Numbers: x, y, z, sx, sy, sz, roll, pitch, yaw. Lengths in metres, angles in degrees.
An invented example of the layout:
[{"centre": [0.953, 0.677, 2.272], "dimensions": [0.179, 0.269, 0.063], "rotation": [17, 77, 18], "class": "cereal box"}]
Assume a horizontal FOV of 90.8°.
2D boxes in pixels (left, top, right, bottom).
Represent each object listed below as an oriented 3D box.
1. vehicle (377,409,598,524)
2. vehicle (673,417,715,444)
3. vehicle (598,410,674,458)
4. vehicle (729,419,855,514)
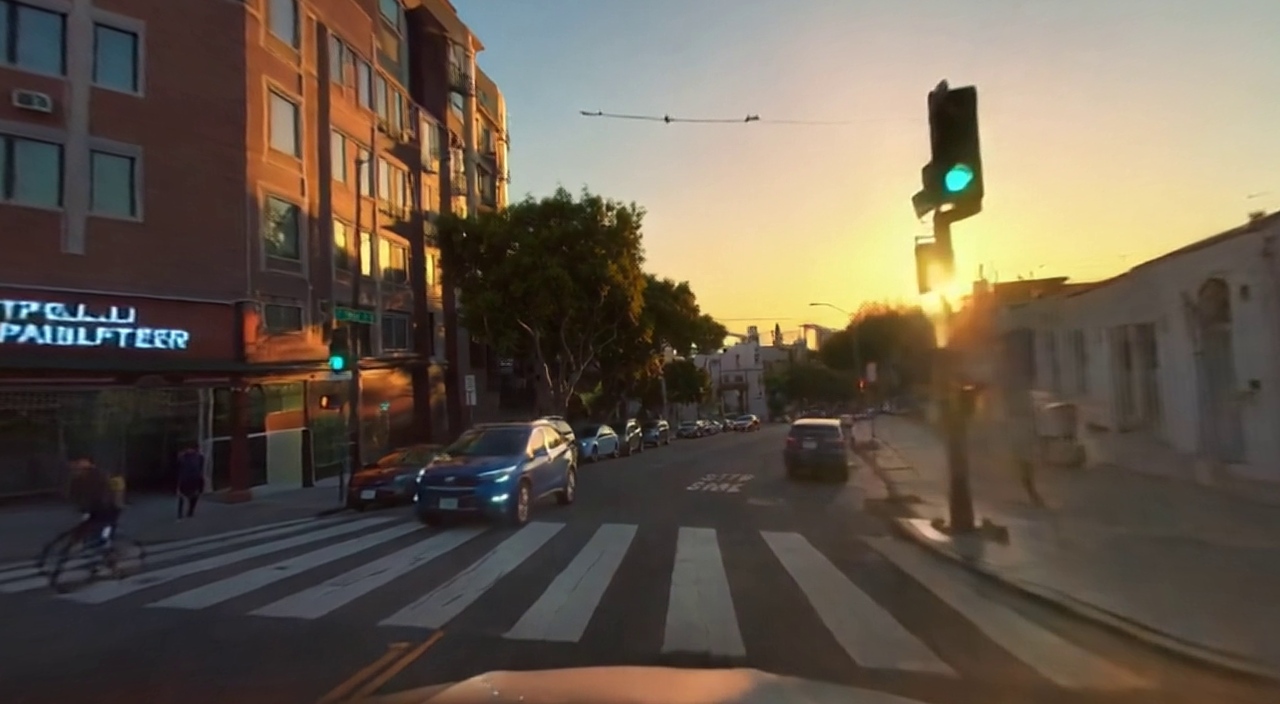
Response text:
[{"centre": [-2.563, 2.124, 12.155], "dimensions": [2.181, 1.723, 4.692], "rotation": [-3, -9, 14], "class": "vehicle"}, {"centre": [4.026, 5.746, 46.465], "dimensions": [1.948, 1.693, 4.325], "rotation": [-6, -7, 18], "class": "vehicle"}, {"centre": [-0.077, 4.286, 33.600], "dimensions": [2.260, 2.136, 5.669], "rotation": [-7, -7, 17], "class": "vehicle"}, {"centre": [3.146, 2.174, 12.395], "dimensions": [1.892, 1.481, 4.365], "rotation": [-3, -9, 19], "class": "vehicle"}]
